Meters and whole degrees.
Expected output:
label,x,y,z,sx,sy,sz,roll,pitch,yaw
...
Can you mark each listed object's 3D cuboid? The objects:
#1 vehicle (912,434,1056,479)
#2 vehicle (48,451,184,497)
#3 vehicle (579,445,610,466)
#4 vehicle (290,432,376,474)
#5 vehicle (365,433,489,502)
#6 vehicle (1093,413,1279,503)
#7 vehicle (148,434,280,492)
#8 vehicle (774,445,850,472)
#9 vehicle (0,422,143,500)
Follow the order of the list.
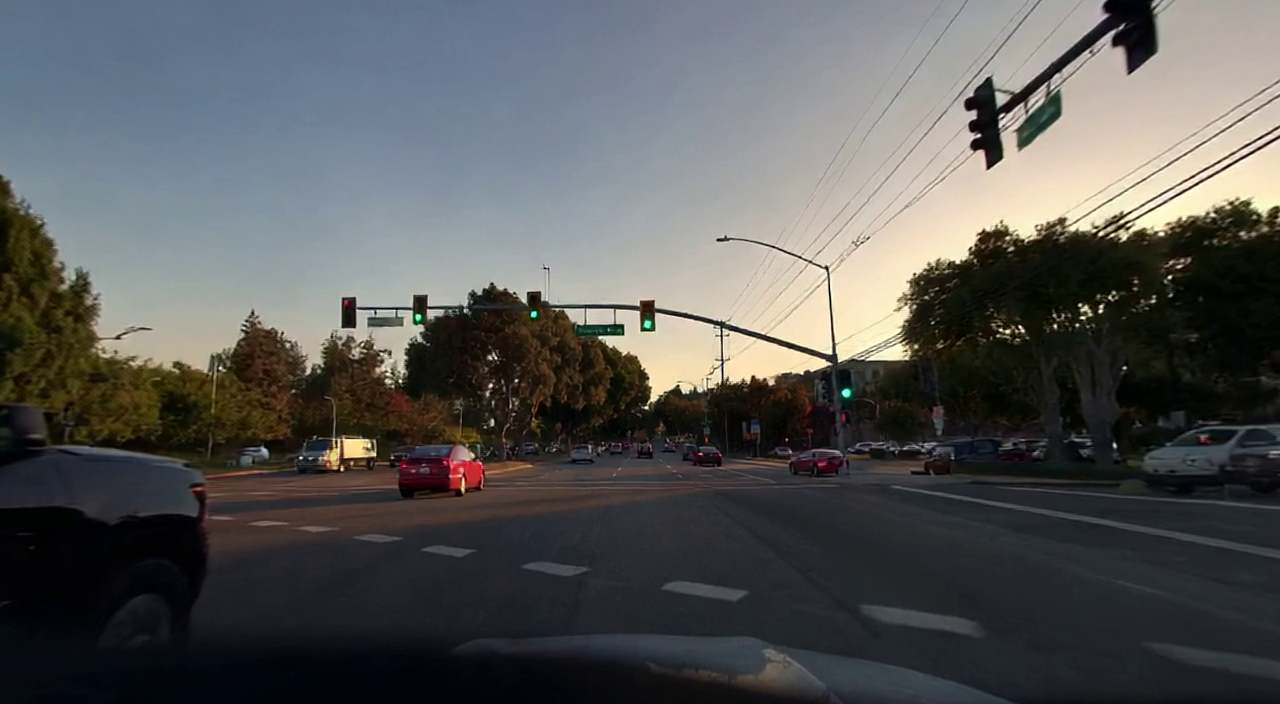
label,x,y,z,sx,sy,sz,roll,pitch,yaw
vehicle,14.616,4.431,26.937,5.106,1.735,2.150,-6,-10,33
vehicle,-20.916,4.849,25.501,1.860,1.584,4.283,-3,-9,0
vehicle,-3.337,7.657,47.036,2.002,1.494,4.322,0,-8,-1
vehicle,-21.181,6.996,44.054,2.326,2.692,7.259,0,-8,0
vehicle,-6.420,3.520,19.759,2.169,1.865,4.739,0,-8,1
vehicle,14.042,2.511,15.304,4.587,1.806,2.188,-2,-10,-11
vehicle,-17.596,4.640,26.504,2.065,2.057,4.987,-4,-10,0
vehicle,10.163,6.307,37.669,1.840,1.428,4.602,3,-9,-24
vehicle,-24.456,4.186,24.483,3.073,2.788,9.004,0,-9,0
